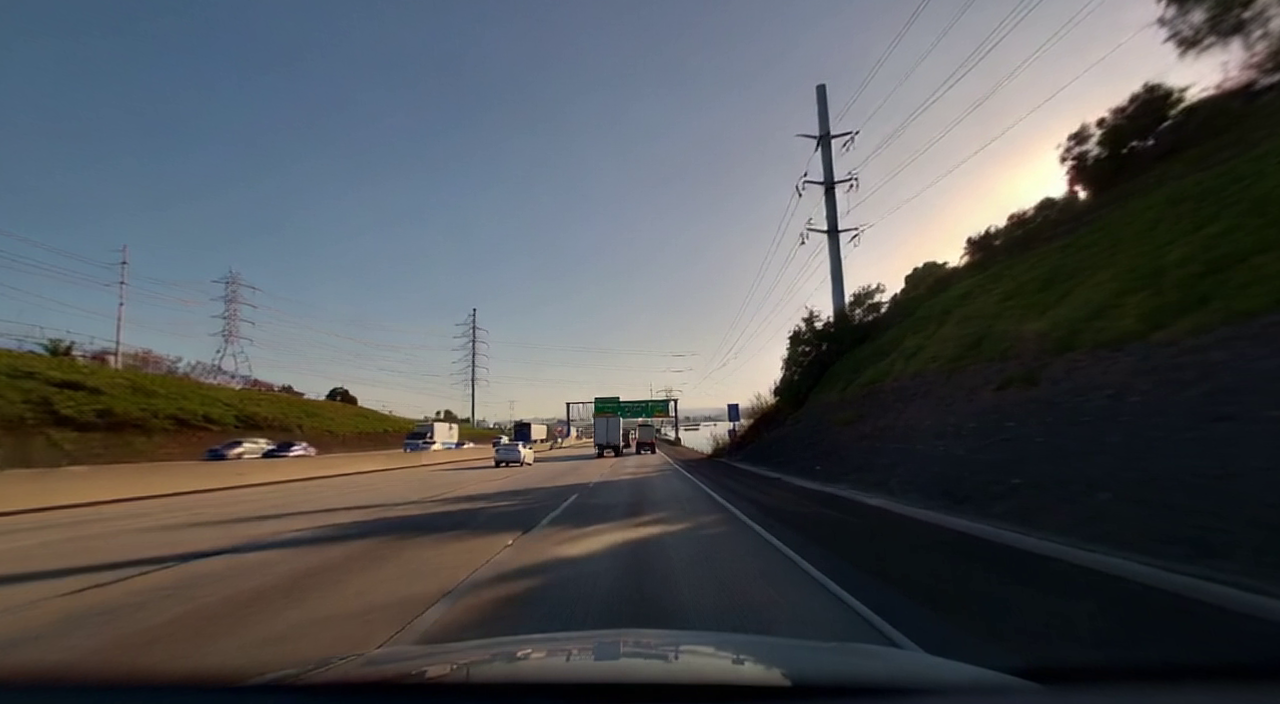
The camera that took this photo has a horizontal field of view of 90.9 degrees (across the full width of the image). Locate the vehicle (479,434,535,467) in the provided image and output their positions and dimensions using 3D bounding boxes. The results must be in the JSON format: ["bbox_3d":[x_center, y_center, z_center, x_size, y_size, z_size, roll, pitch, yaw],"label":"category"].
[{"bbox_3d":[-7.556,5.637,36.296,2.192,1.762,4.559,0,-8,1],"label":"vehicle"}]

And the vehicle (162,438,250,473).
[{"bbox_3d":[-24.331,5.797,35.590,1.870,1.814,4.313,0,-8,0],"label":"vehicle"}]

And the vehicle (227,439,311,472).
[{"bbox_3d":[-18.706,5.220,32.035,1.842,1.522,4.131,0,-8,-2],"label":"vehicle"}]
